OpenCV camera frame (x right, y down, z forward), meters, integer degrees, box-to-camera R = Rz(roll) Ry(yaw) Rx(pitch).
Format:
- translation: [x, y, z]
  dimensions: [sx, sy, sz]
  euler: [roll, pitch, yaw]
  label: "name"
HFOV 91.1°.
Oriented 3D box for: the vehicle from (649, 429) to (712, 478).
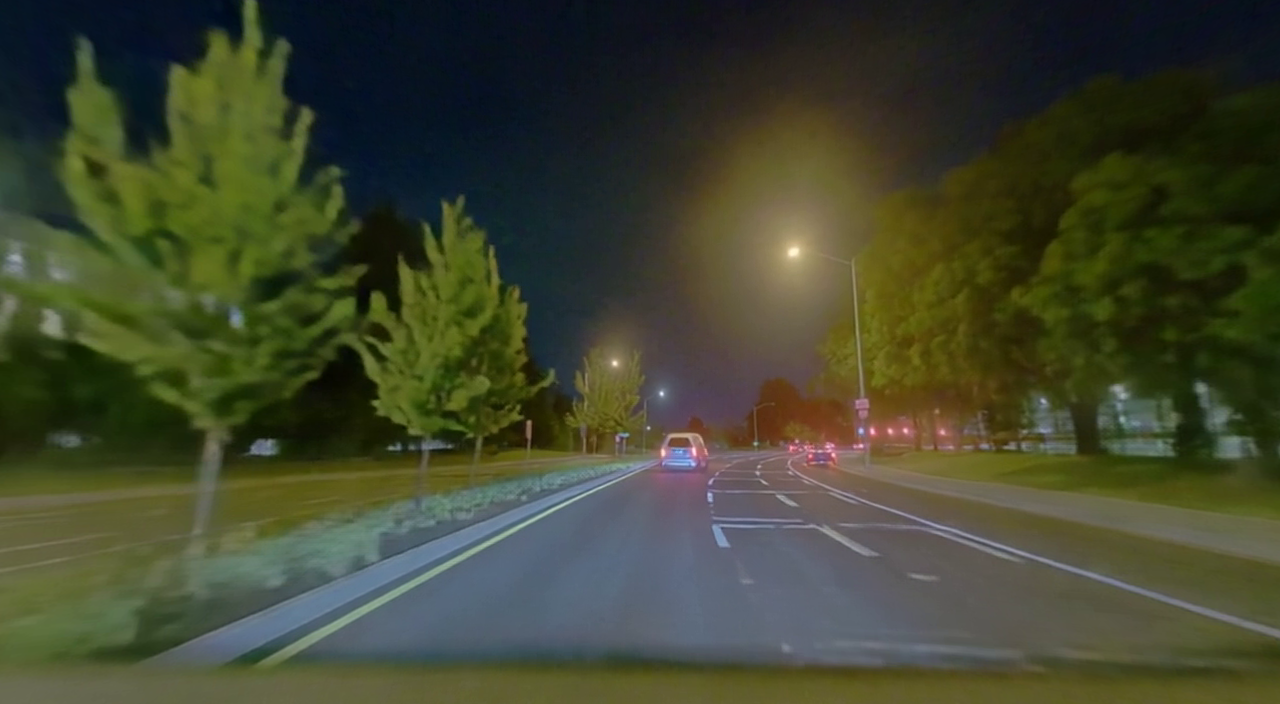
- translation: [1.932, 4.475, 28.005]
  dimensions: [2.371, 1.926, 5.615]
  euler: [-1, -9, 8]
  label: "vehicle"
